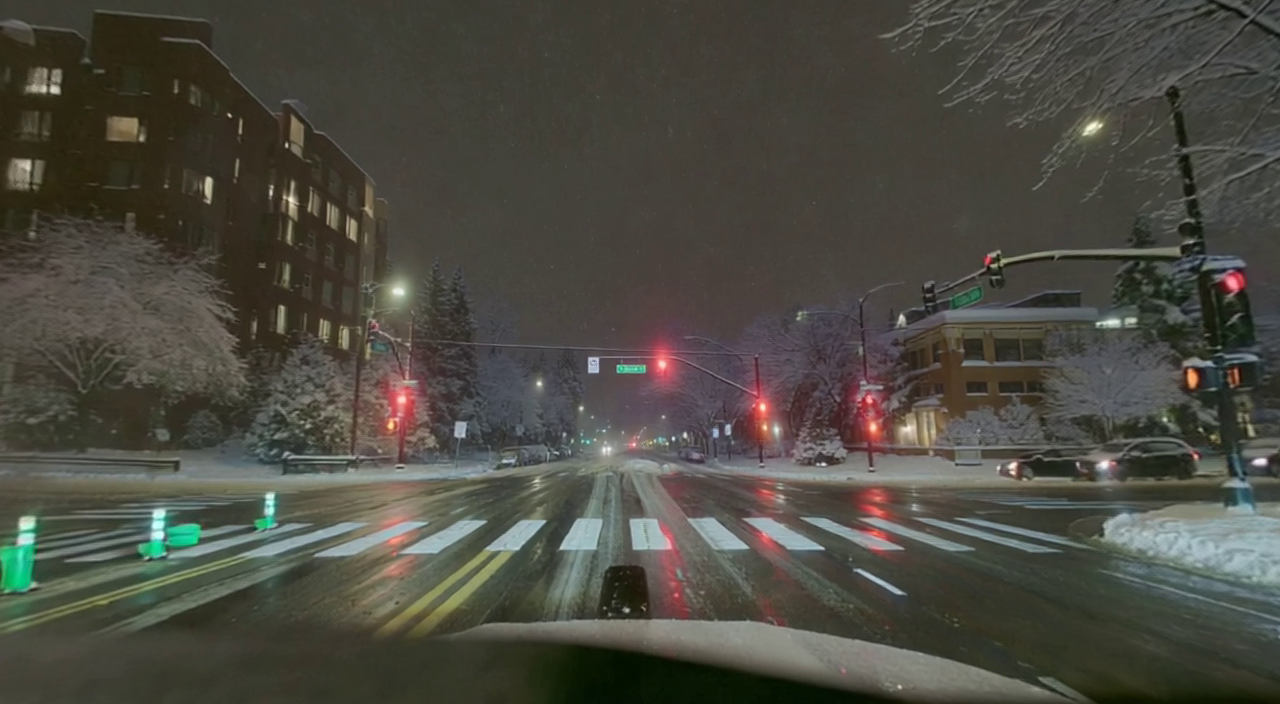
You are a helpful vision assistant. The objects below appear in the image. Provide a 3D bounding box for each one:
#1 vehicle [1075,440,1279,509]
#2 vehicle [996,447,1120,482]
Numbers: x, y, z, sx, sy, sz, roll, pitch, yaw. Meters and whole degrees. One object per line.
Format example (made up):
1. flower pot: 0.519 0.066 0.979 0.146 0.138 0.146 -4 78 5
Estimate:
1. vehicle: 12.996 2.785 14.562 4.424 1.436 1.804 -1 -8 5
2. vehicle: 19.622 5.280 29.756 4.368 1.522 1.972 -1 -8 2
